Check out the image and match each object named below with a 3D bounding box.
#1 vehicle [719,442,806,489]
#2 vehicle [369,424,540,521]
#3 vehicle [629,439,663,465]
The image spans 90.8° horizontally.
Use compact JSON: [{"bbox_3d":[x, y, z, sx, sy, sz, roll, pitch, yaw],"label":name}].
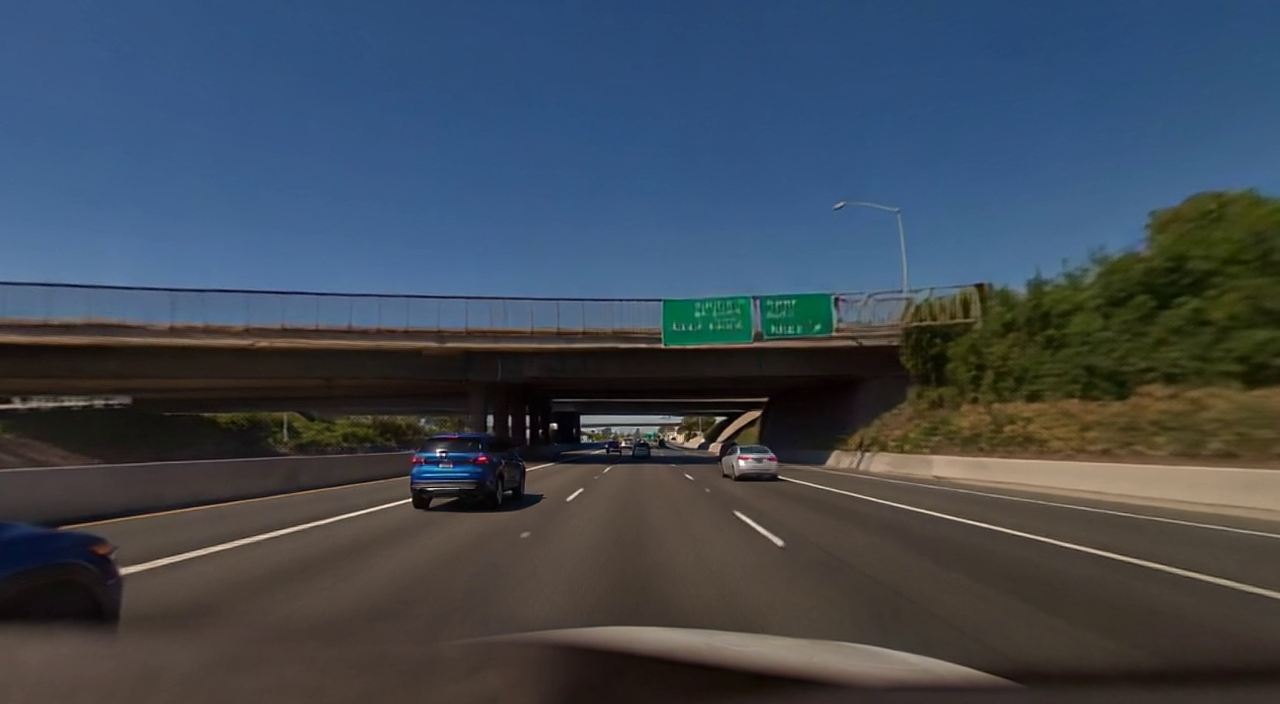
[{"bbox_3d":[4.083,3.850,21.839,2.083,1.453,4.307,0,-8,-1],"label":"vehicle"},{"bbox_3d":[-3.476,2.357,12.838,2.193,1.641,4.077,0,-8,1],"label":"vehicle"},{"bbox_3d":[0.470,7.498,47.498,2.428,1.841,4.402,0,-8,0],"label":"vehicle"}]
